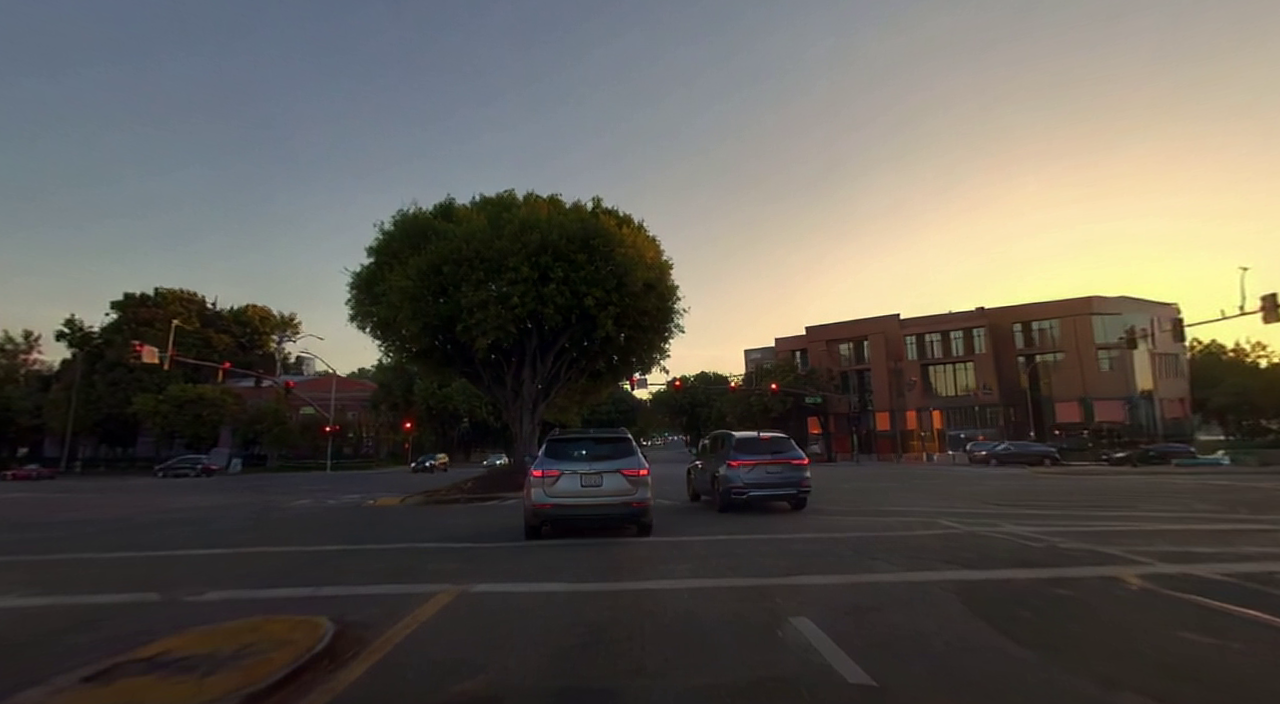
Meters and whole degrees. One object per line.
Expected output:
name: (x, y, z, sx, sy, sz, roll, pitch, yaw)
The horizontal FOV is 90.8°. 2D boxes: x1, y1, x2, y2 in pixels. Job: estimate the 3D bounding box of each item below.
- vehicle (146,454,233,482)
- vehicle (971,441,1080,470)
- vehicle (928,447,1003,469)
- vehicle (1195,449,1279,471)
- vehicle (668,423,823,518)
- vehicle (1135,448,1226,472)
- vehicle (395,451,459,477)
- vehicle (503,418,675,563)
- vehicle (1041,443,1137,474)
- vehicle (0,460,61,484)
vehicle: (-29.020, 7.435, 40.747, 4.318, 1.712, 2.188, -2, -9, 14)
vehicle: (25.918, 6.964, 42.642, 5.895, 1.921, 2.150, 0, -9, 1)
vehicle: (24.918, 8.132, 48.463, 4.587, 1.634, 2.078, 0, -9, -1)
vehicle: (42.624, 7.658, 44.876, 4.495, 1.495, 1.782, -1, -8, 2)
vehicle: (2.137, 2.602, 14.393, 2.228, 1.798, 4.370, 1, -9, -8)
vehicle: (35.698, 7.114, 41.753, 4.446, 1.530, 1.728, 0, -8, -2)
vehicle: (-13.916, 7.267, 41.228, 3.771, 1.593, 1.789, -5, -10, 28)
vehicle: (-0.799, 1.963, 9.691, 2.039, 1.698, 4.144, 1, -9, -6)
vehicle: (27.347, 6.496, 38.572, 4.322, 1.595, 1.752, -4, -10, 5)
vehicle: (-45.231, 8.746, 46.091, 4.097, 1.705, 1.804, 0, -9, 1)
